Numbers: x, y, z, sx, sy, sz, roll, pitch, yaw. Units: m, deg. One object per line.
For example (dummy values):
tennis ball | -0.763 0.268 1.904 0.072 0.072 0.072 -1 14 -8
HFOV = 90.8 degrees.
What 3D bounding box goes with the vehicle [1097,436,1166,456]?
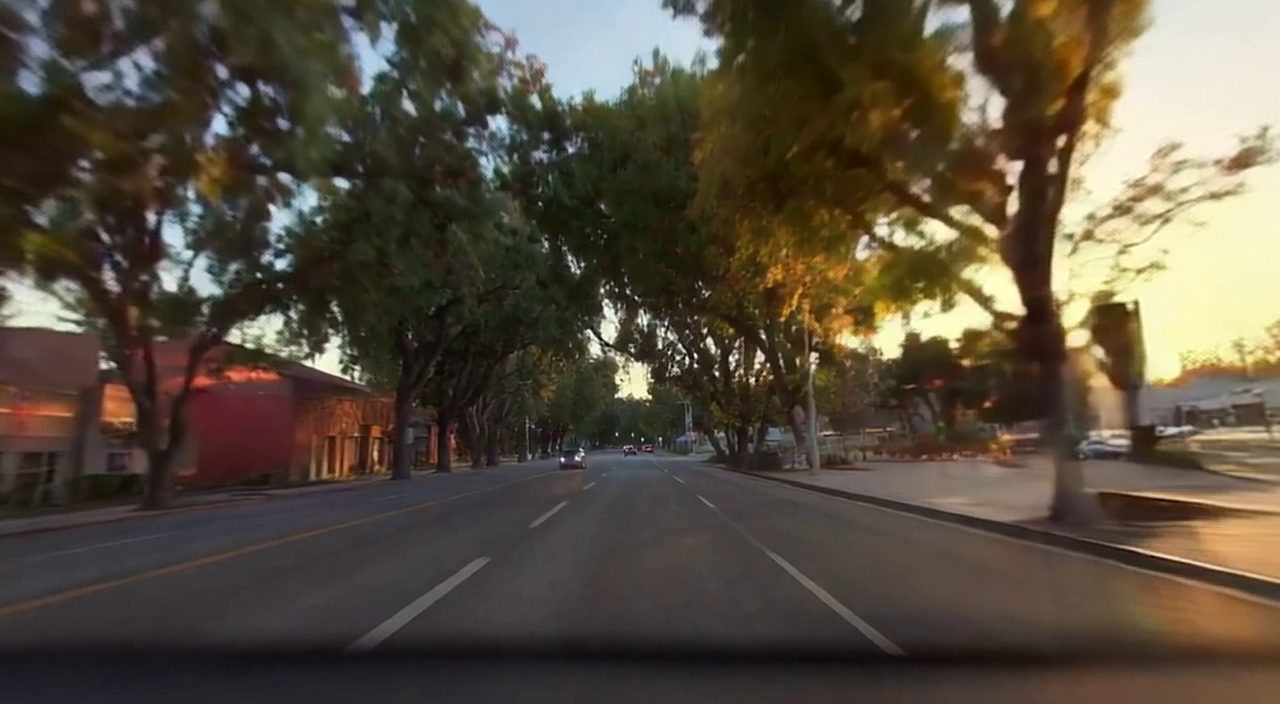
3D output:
vehicle | 38.661 7.424 49.817 1.860 1.467 4.614 0 -9 2
